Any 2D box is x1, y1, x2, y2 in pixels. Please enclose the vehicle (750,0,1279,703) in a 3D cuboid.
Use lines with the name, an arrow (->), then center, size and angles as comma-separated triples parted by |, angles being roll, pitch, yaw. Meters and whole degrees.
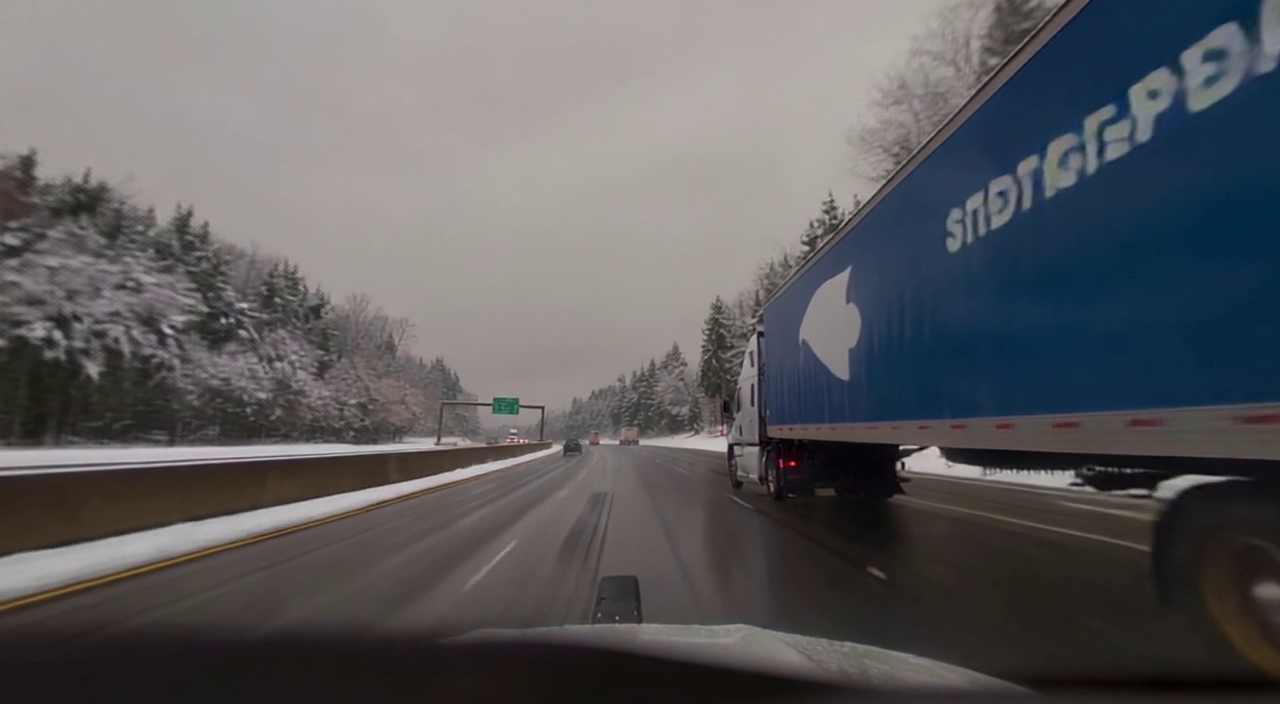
vehicle -> 3.960, 0.187, 6.440 | 2.910, 4.051, 14.278 | 0, -8, -1
